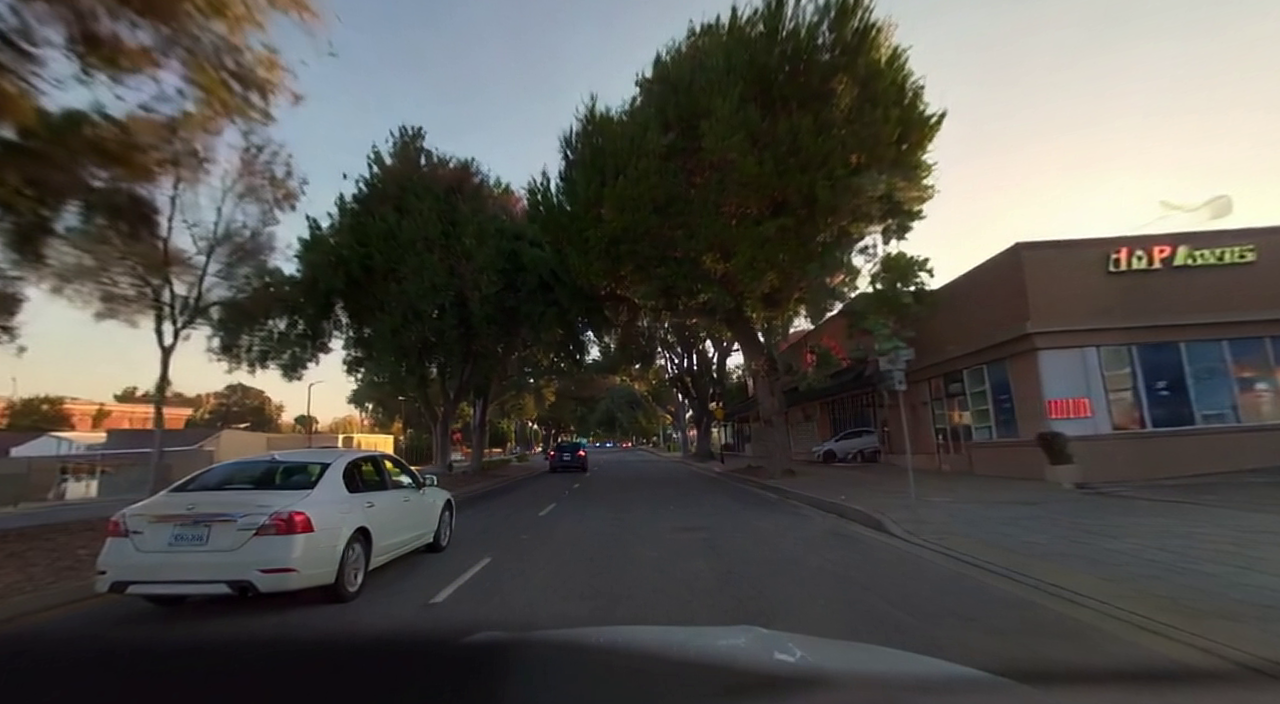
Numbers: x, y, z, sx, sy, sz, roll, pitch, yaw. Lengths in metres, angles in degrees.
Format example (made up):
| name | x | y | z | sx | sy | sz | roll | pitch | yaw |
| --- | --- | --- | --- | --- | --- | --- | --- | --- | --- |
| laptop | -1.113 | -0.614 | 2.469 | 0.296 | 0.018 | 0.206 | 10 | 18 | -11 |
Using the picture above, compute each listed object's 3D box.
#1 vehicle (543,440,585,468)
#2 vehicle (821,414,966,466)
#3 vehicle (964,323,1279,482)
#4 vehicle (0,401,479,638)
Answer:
| name | x | y | z | sx | sy | sz | roll | pitch | yaw |
| --- | --- | --- | --- | --- | --- | --- | --- | --- | --- |
| vehicle | -4.165 | 5.716 | 35.417 | 1.955 | 1.461 | 4.396 | 0 | -9 | -2 |
| vehicle | 10.550 | 3.712 | 26.595 | 5.130 | 1.902 | 2.056 | -1 | -9 | -3 |
| vehicle | 12.138 | 1.292 | 15.680 | 6.427 | 3.417 | 2.845 | -1 | -8 | -2 |
| vehicle | -3.414 | 1.522 | 6.794 | 2.126 | 1.655 | 4.560 | 0 | -9 | 0 |
